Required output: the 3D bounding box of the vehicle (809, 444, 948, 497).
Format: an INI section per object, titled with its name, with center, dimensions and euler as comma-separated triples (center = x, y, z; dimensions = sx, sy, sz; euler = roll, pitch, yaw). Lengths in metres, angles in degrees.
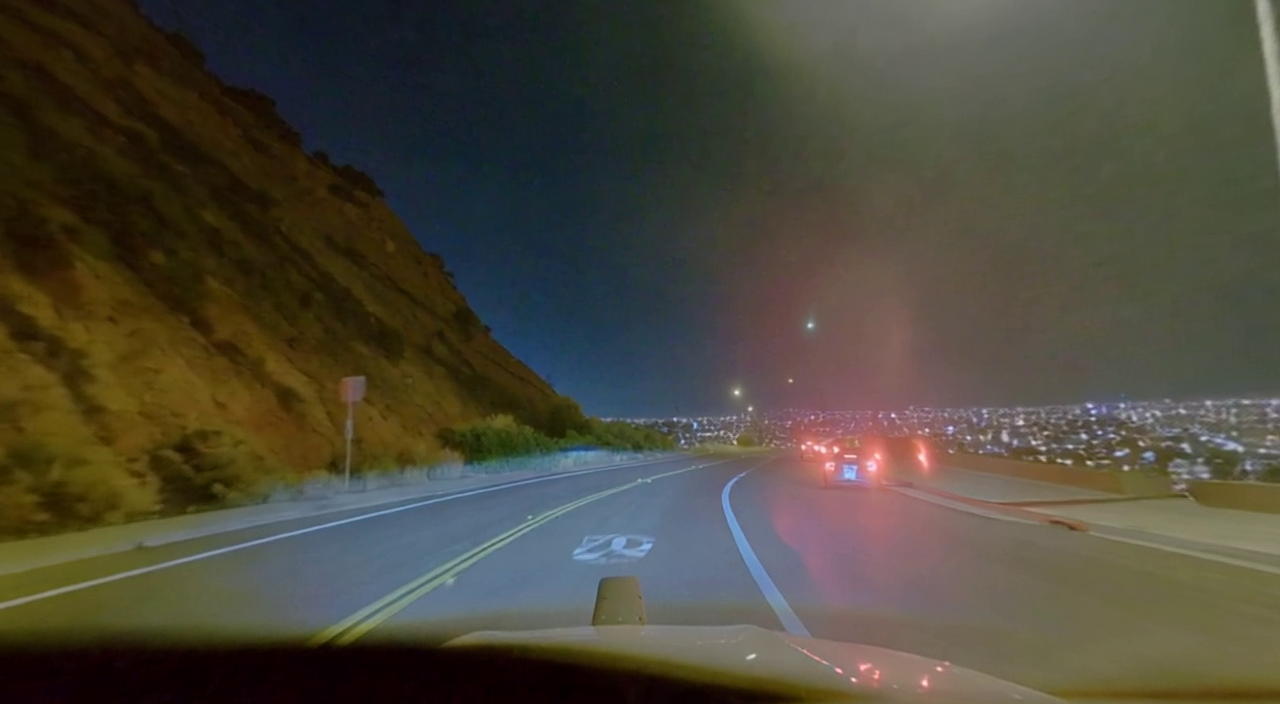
[vehicle]
center = 8.441, 4.104, 22.242
dimensions = 4.963, 1.585, 2.155
euler = 7, -9, -35
